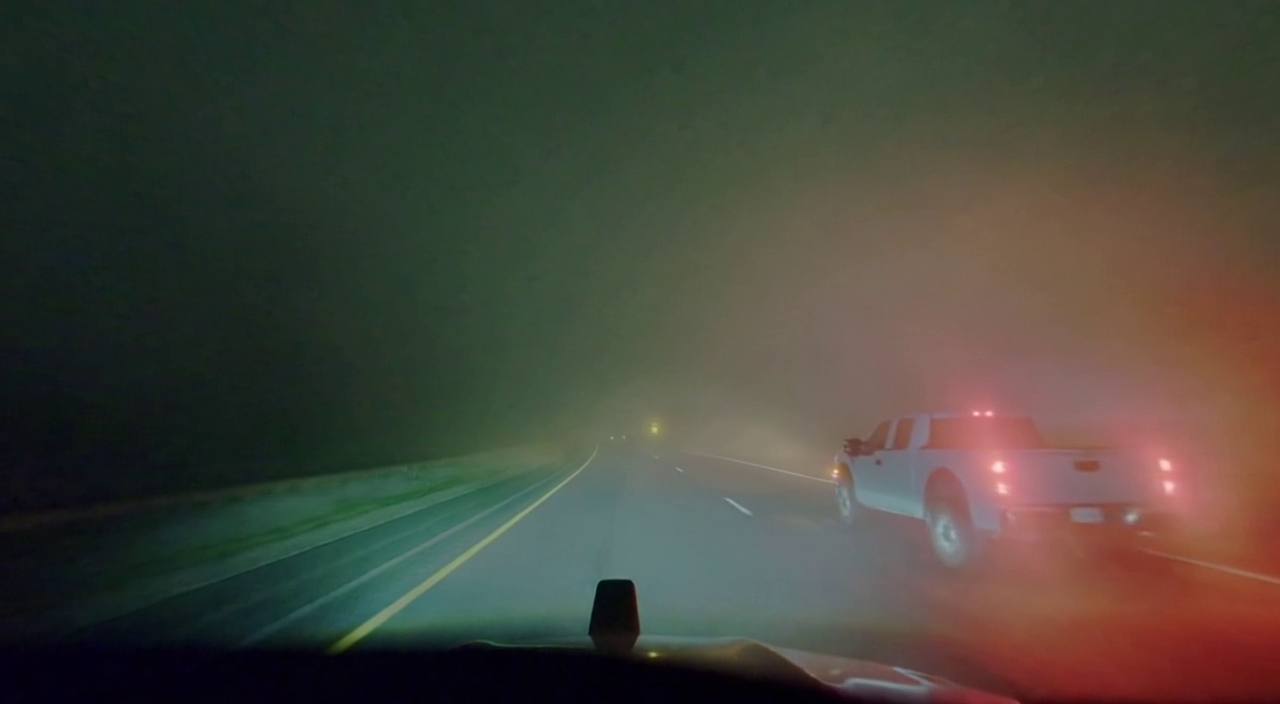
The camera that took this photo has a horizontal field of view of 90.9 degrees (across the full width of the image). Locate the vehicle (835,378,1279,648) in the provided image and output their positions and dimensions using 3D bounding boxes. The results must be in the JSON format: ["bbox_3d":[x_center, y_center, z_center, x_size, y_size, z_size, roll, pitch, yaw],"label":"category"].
[{"bbox_3d":[3.553,1.266,6.034,1.941,1.655,4.137,0,-8,-1],"label":"vehicle"}]
